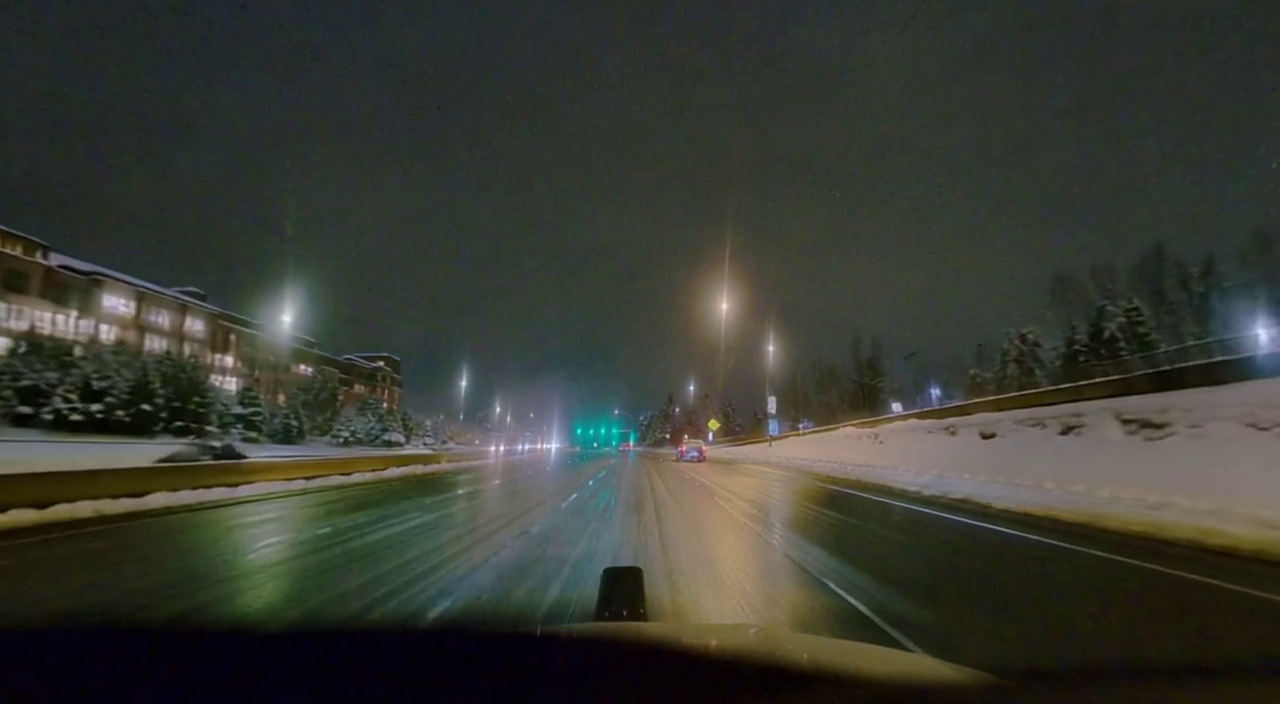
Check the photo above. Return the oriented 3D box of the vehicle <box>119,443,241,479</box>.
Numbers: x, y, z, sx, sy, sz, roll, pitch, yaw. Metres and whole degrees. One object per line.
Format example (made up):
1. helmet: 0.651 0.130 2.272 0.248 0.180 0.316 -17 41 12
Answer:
1. vehicle: -20.308 4.807 28.139 1.950 1.474 4.549 0 -8 0

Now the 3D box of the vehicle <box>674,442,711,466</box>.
1. vehicle: 3.358 6.593 41.063 1.926 1.477 4.025 0 -8 -2
